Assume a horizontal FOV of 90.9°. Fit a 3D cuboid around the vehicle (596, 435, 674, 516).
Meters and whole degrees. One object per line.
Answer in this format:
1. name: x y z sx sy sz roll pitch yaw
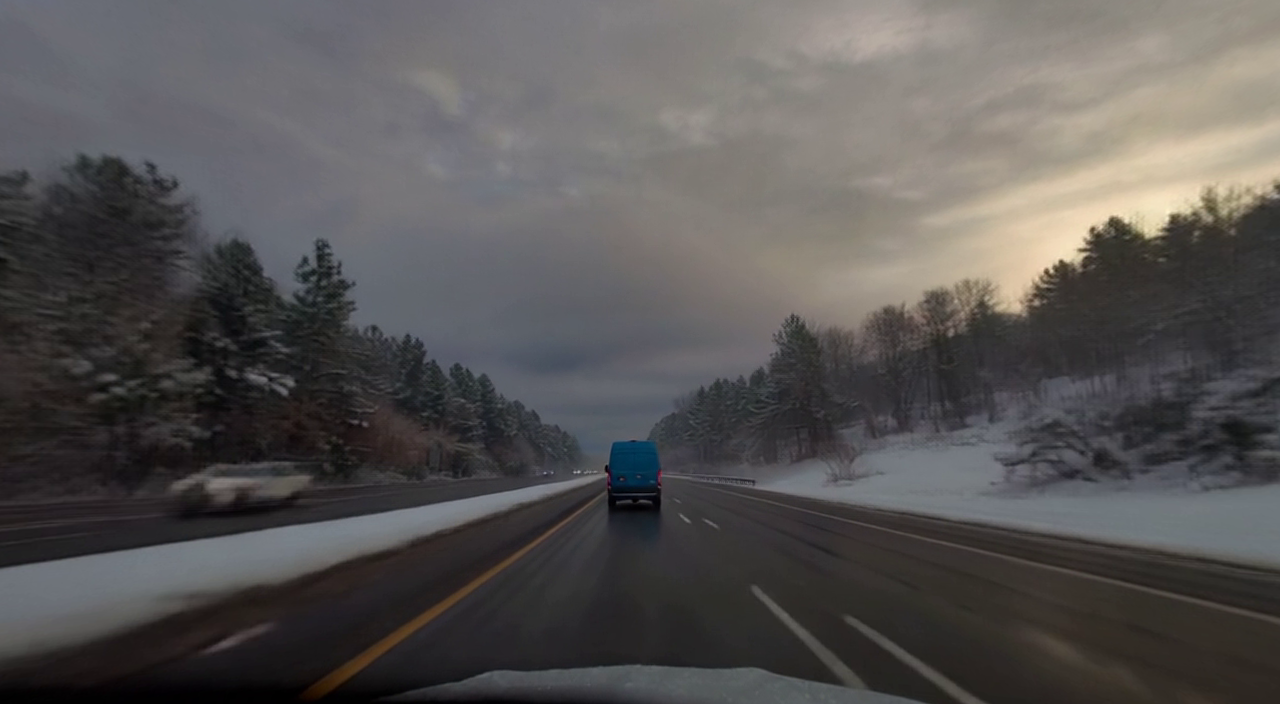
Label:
1. vehicle: -0.268 4.355 22.503 2.375 2.432 6.161 1 -10 -2
